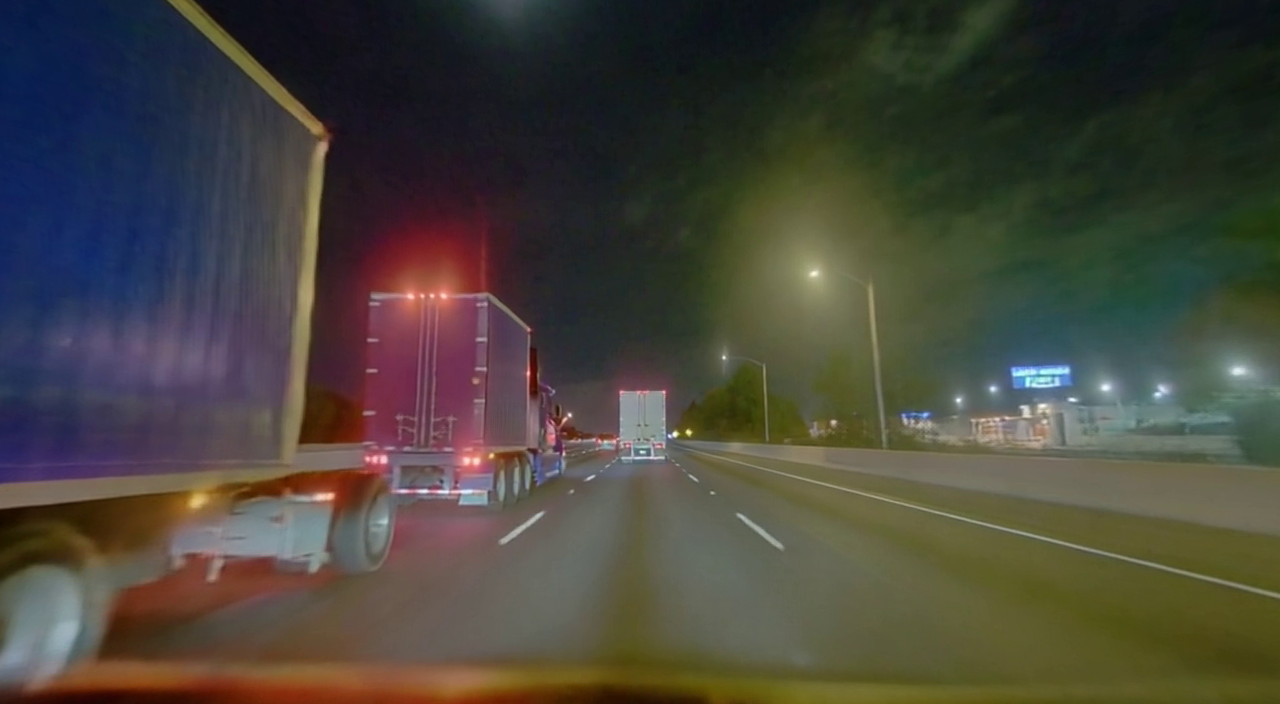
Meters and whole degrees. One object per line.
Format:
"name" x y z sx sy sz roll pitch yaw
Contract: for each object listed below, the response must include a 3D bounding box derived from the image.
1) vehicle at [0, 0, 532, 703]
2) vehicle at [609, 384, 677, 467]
"vehicle" -3.912 0.161 6.070 2.875 4.083 15.756 0 -9 0
"vehicle" 0.123 3.934 32.454 2.941 3.604 9.851 0 -8 0
